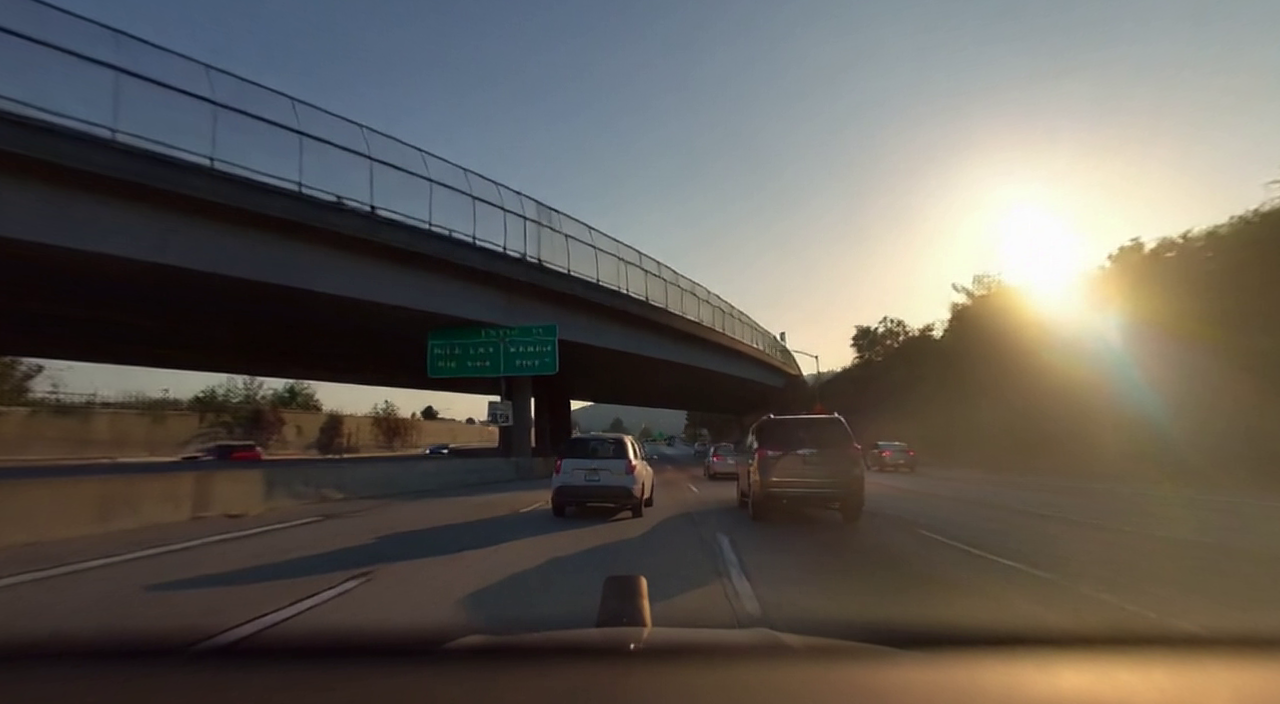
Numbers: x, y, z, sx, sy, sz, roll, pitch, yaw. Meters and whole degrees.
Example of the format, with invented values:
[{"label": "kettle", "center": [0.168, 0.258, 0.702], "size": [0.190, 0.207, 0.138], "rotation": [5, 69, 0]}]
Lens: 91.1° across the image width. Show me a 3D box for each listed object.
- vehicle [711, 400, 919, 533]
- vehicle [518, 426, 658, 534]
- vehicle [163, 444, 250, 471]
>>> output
[{"label": "vehicle", "center": [3.073, 2.207, 12.834], "size": [2.732, 2.065, 5.826], "rotation": [0, -8, 2]}, {"label": "vehicle", "center": [-0.748, 2.283, 11.865], "size": [2.099, 1.640, 4.134], "rotation": [0, -8, 3]}, {"label": "vehicle", "center": [-26.555, 6.451, 38.673], "size": [1.918, 1.541, 4.690], "rotation": [0, -8, 2]}]
